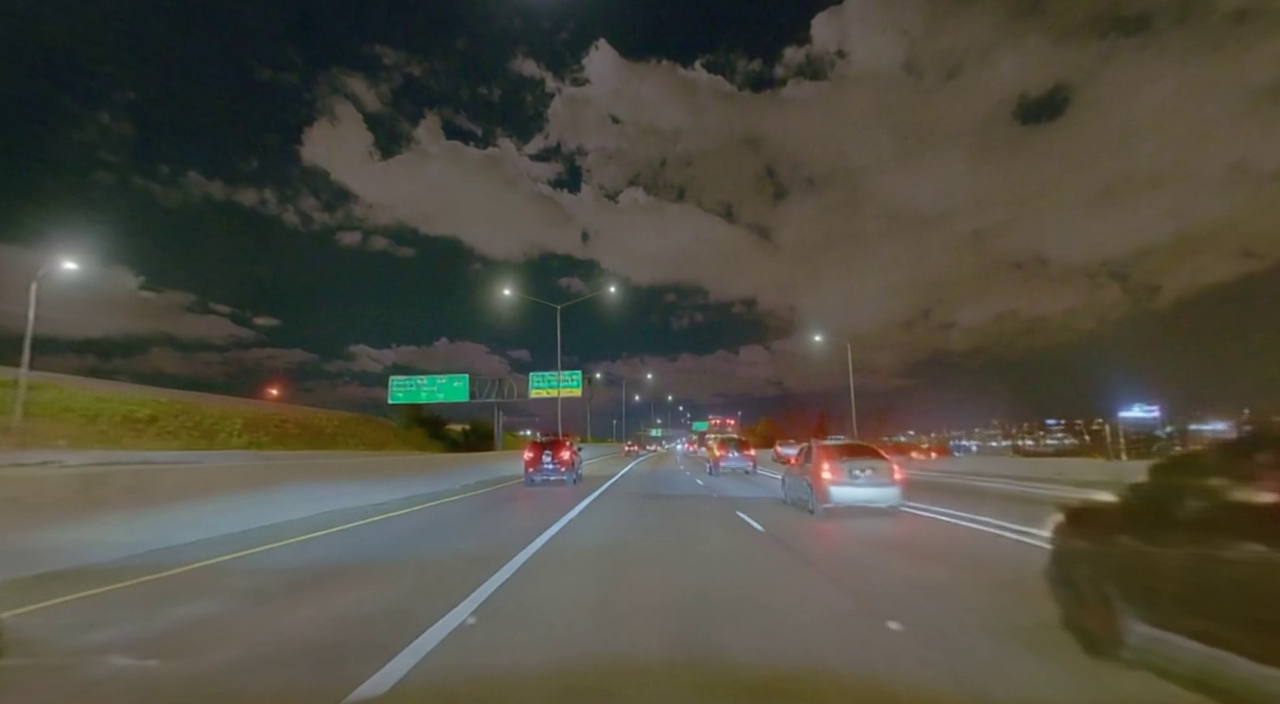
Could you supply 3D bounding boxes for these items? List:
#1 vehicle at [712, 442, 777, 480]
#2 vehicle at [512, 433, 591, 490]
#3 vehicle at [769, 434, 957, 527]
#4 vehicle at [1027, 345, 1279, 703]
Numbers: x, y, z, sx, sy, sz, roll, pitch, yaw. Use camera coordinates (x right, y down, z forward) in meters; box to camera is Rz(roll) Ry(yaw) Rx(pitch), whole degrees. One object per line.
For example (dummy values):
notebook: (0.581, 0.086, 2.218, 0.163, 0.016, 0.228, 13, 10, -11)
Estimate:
vehicle: (4.376, 4.674, 27.151, 1.999, 1.482, 4.743, 0, -9, 0)
vehicle: (-2.921, 3.751, 21.776, 2.006, 1.741, 4.277, -1, -9, 2)
vehicle: (4.100, 2.469, 12.592, 2.088, 1.491, 4.549, 0, -9, 0)
vehicle: (3.694, 0.733, 2.049, 1.991, 1.715, 4.455, 0, -9, 0)
